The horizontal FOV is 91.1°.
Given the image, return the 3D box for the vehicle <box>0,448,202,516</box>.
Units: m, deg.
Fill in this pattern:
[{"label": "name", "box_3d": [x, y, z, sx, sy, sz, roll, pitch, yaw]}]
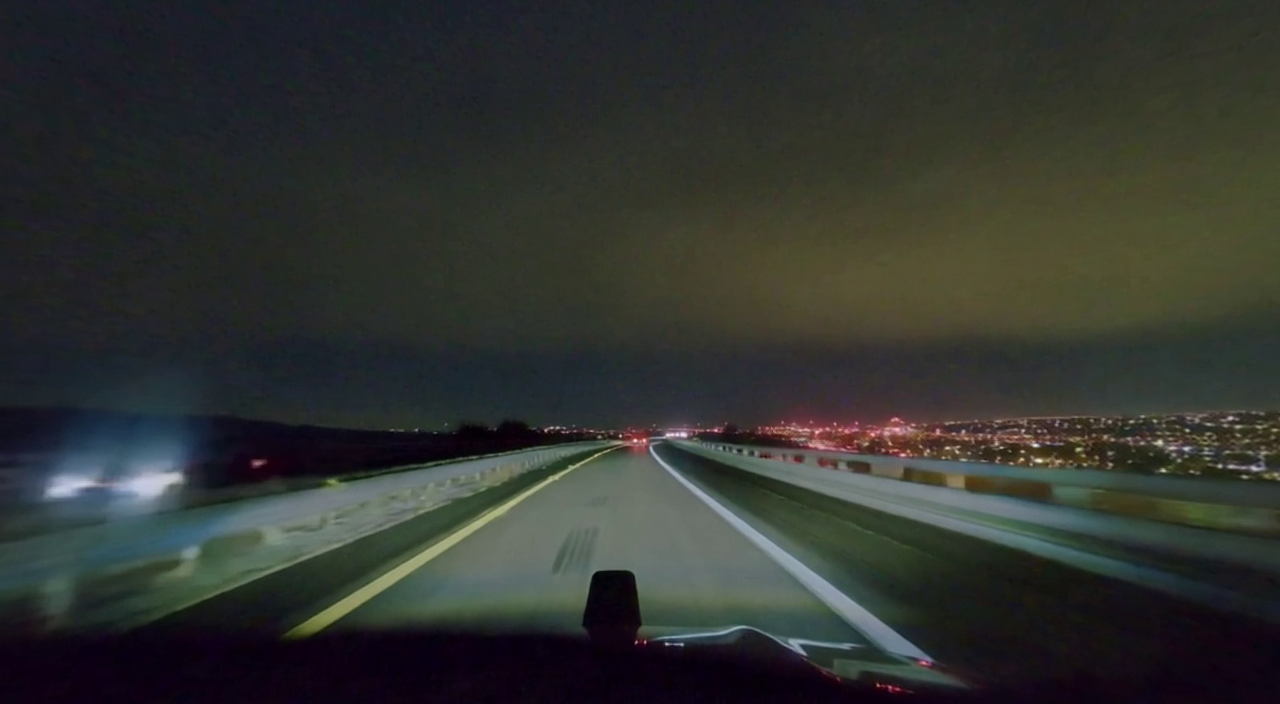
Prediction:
[{"label": "vehicle", "box_3d": [-14.183, 3.340, 16.768, 1.854, 1.495, 4.452, 0, -8, -2]}]
